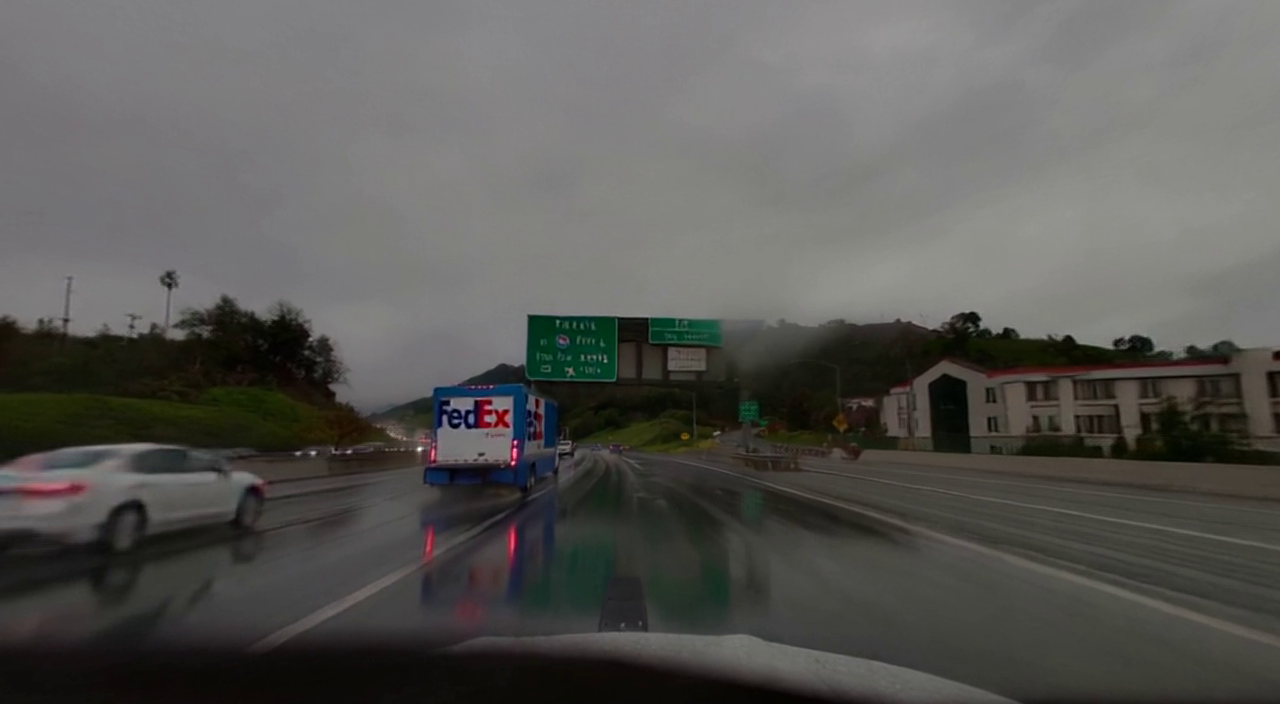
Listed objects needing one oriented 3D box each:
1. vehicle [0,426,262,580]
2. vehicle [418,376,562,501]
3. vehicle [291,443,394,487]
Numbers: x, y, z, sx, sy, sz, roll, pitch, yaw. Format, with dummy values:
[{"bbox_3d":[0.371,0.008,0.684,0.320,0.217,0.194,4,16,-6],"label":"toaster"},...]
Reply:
[{"bbox_3d":[-7.926,1.953,9.050,2.143,1.628,4.559,0,-8,0],"label":"vehicle"},{"bbox_3d":[-4.365,2.786,20.236,2.798,3.212,7.573,0,-8,-1],"label":"vehicle"},{"bbox_3d":[-11.942,4.523,25.763,1.981,1.607,4.703,0,-8,-1],"label":"vehicle"}]
